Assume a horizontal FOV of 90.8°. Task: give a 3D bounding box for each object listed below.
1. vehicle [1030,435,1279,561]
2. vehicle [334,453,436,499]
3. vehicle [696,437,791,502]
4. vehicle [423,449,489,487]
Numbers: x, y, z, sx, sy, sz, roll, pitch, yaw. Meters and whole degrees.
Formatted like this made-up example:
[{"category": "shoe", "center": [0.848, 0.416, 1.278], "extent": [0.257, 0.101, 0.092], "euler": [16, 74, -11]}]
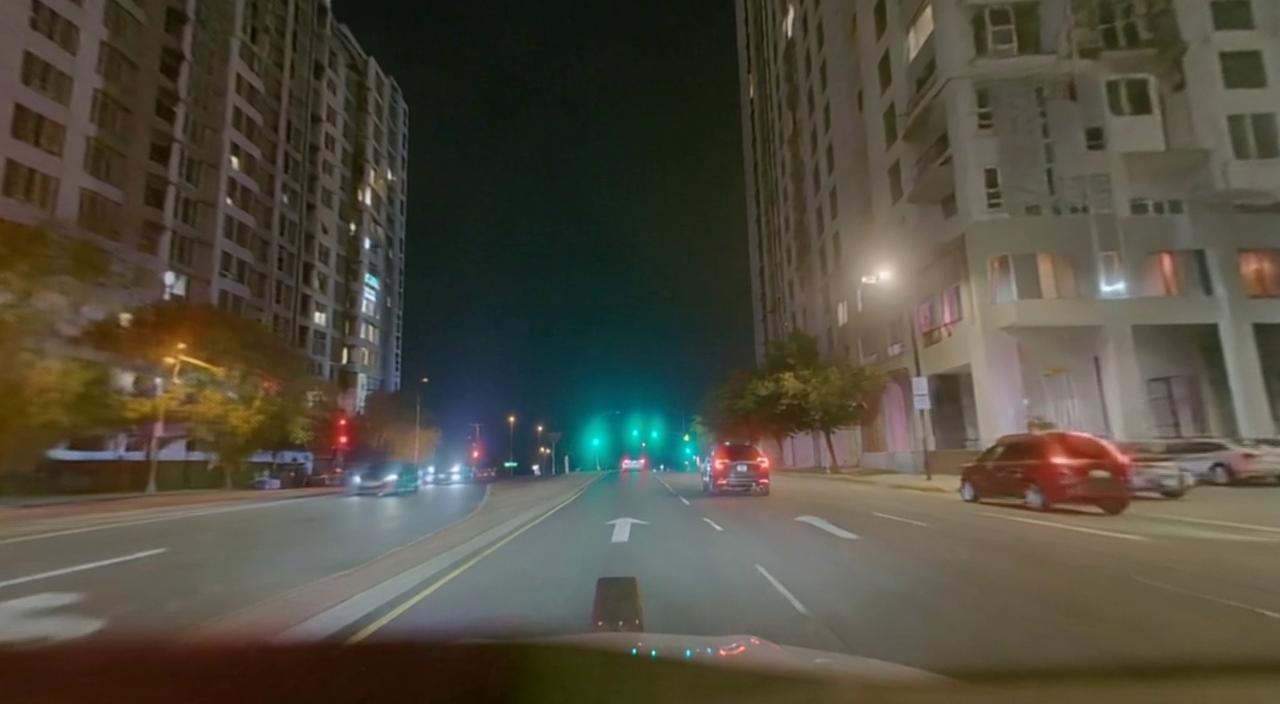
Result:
[{"category": "vehicle", "center": [8.633, 2.048, 9.607], "extent": [1.940, 1.512, 5.129], "euler": [0, -8, -3]}, {"category": "vehicle", "center": [-9.377, 4.573, 23.691], "extent": [1.905, 1.451, 4.425], "euler": [0, -8, 1]}, {"category": "vehicle", "center": [3.188, 3.721, 20.525], "extent": [2.129, 1.844, 4.767], "euler": [0, -8, -2]}, {"category": "vehicle", "center": [-9.556, 6.029, 33.234], "extent": [1.939, 1.744, 5.079], "euler": [0, -8, 0]}]
